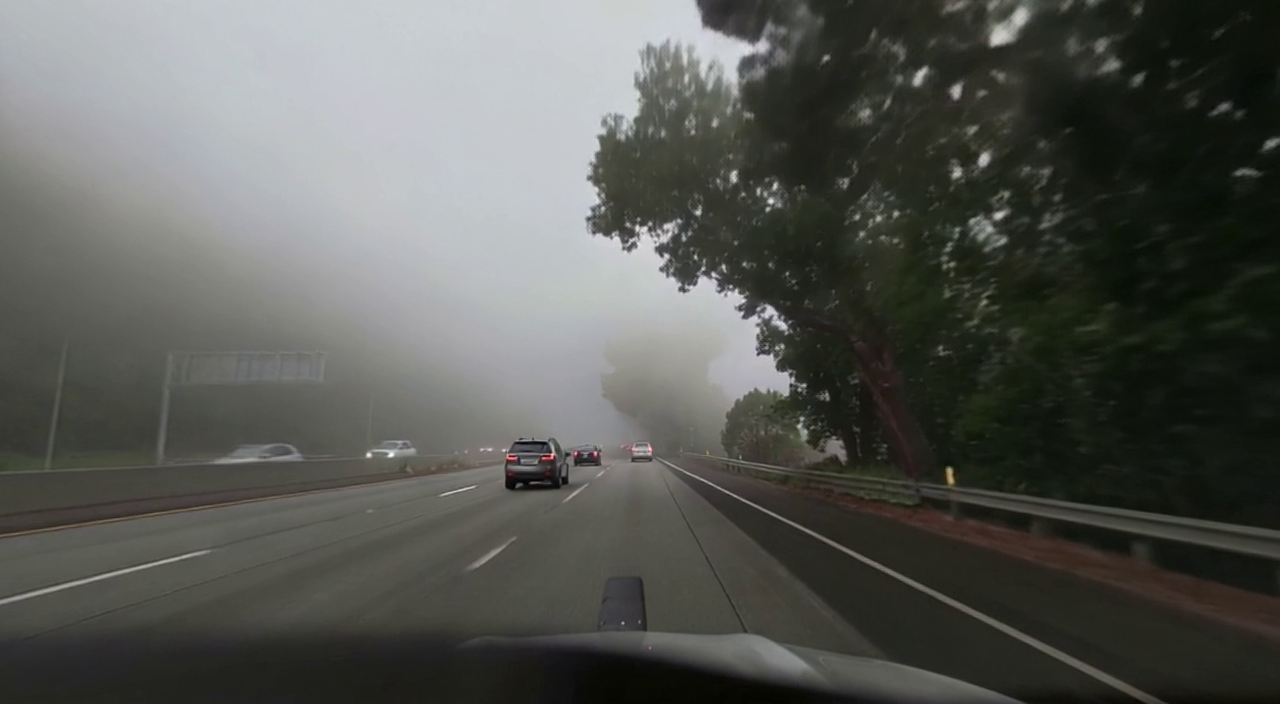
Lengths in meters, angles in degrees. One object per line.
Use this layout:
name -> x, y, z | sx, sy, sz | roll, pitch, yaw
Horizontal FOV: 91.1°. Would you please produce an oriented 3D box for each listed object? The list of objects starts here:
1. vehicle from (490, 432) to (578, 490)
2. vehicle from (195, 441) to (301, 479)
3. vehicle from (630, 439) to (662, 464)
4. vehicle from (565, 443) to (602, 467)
vehicle -> -3.303, 3.491, 20.444 | 2.056, 1.679, 4.204 | 0, -8, 1
vehicle -> -17.076, 4.704, 27.624 | 1.849, 1.527, 4.323 | 0, -8, 0
vehicle -> 0.415, 7.359, 46.542 | 2.285, 1.797, 4.478 | 0, -8, 0
vehicle -> -3.659, 6.743, 41.261 | 2.055, 1.431, 3.921 | 0, -8, 1
